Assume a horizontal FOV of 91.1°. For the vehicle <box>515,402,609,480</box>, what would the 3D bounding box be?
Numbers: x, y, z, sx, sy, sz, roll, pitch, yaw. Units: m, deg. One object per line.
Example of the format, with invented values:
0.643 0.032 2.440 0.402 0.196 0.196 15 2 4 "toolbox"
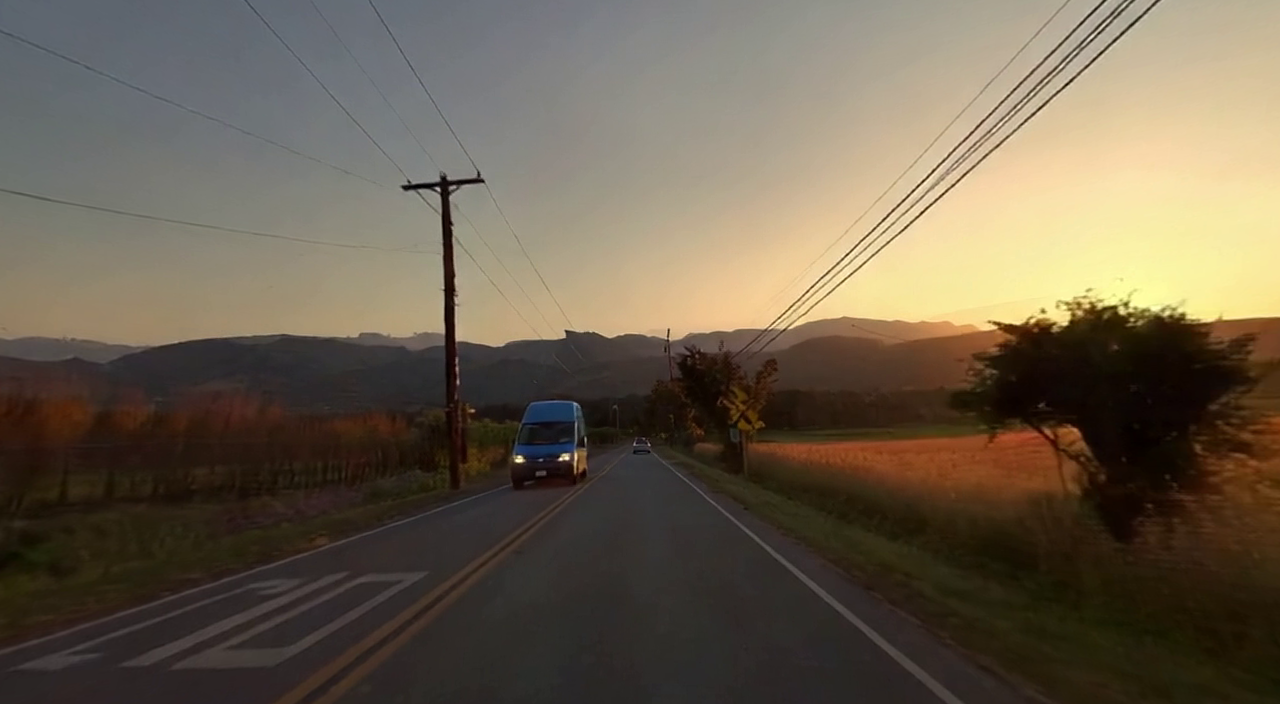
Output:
-3.437 4.275 29.972 3.183 3.230 7.566 0 -9 2 "vehicle"
